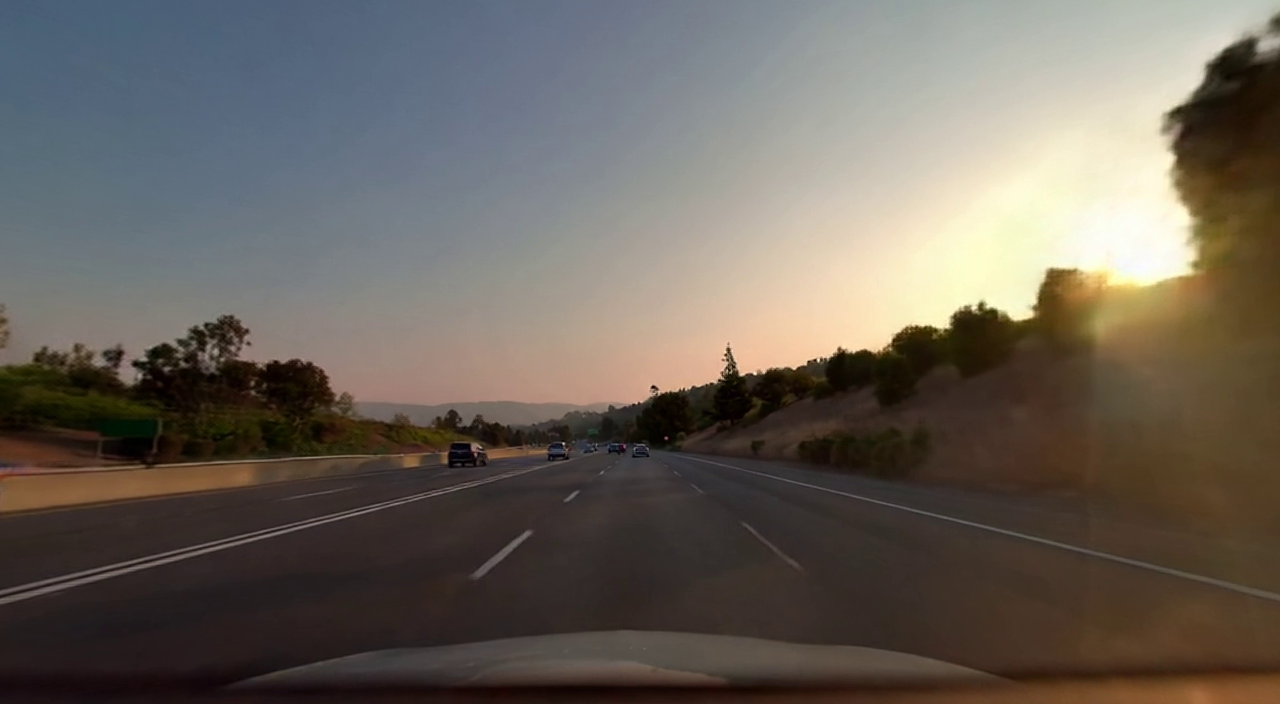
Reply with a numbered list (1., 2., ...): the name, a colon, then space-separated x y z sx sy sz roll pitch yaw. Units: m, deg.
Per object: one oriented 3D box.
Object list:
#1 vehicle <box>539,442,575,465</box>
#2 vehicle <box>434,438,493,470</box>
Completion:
1. vehicle: -6.232 7.683 47.950 2.080 1.694 4.279 0 -9 2
2. vehicle: -10.621 6.152 38.388 2.195 1.795 4.659 0 -9 1
